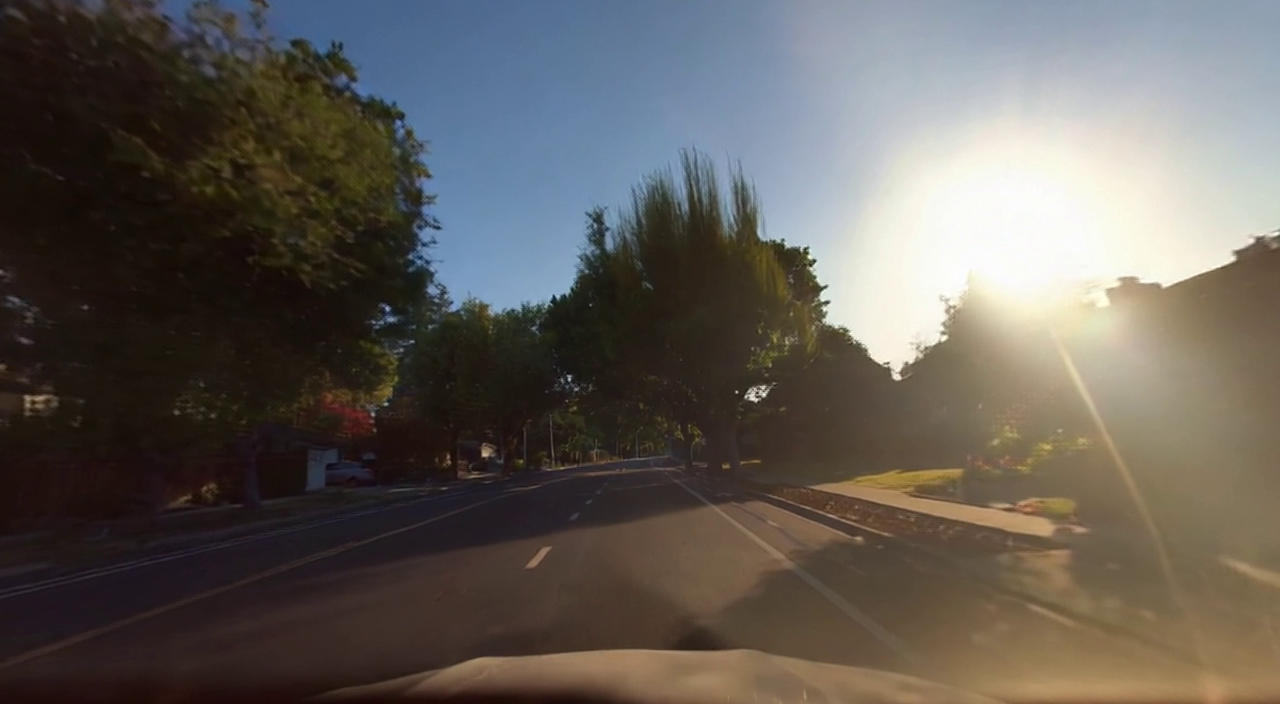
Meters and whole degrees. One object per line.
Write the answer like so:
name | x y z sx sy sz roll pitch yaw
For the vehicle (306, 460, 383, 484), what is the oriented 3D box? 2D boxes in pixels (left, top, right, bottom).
vehicle | -19.243 7.812 41.217 4.173 1.423 1.657 0 -9 3
